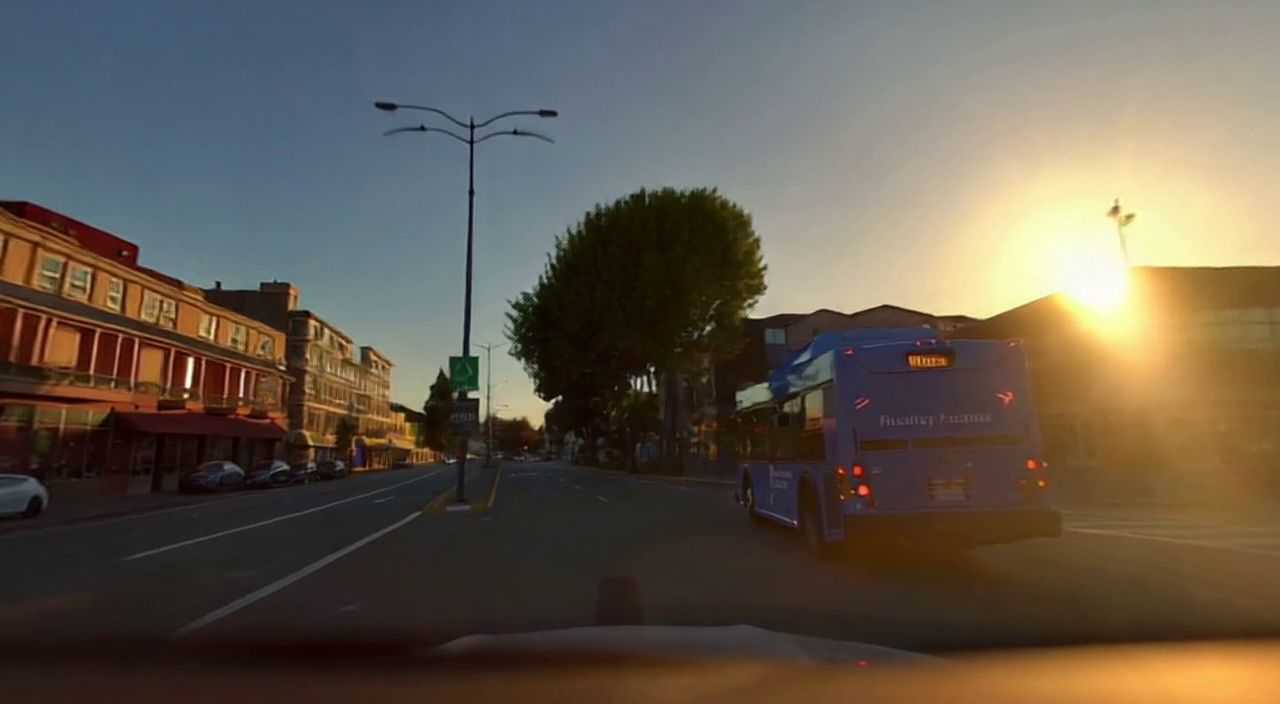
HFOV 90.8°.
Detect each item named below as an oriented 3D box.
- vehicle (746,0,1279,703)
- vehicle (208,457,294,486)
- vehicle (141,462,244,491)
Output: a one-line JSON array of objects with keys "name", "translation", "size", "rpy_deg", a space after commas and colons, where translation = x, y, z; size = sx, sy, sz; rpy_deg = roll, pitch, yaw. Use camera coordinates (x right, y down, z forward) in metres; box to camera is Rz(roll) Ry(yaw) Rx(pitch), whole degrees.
[{"name": "vehicle", "translation": [3.301, 0.288, 3.892], "size": [3.194, 3.345, 12.428], "rpy_deg": [0, -9, 0]}, {"name": "vehicle", "translation": [-26.025, 7.990, 42.359], "size": [4.392, 1.800, 1.902], "rpy_deg": [1, -9, -7]}, {"name": "vehicle", "translation": [-26.297, 7.312, 37.313], "size": [4.592, 1.474, 1.880], "rpy_deg": [4, -9, -26]}]
